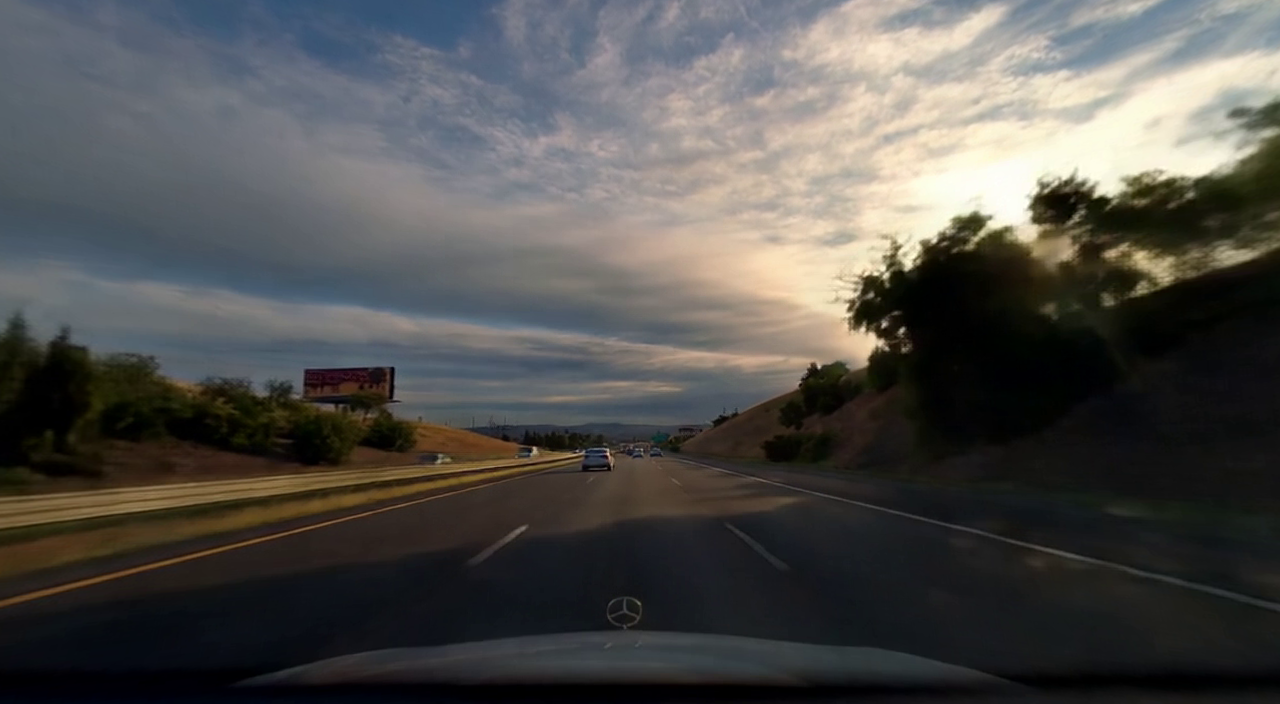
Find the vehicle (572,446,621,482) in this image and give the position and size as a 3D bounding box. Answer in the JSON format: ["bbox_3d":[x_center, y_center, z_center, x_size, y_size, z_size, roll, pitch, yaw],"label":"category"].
[{"bbox_3d":[-1.875,5.014,28.468,1.916,1.494,4.335,0,-9,0],"label":"vehicle"}]
